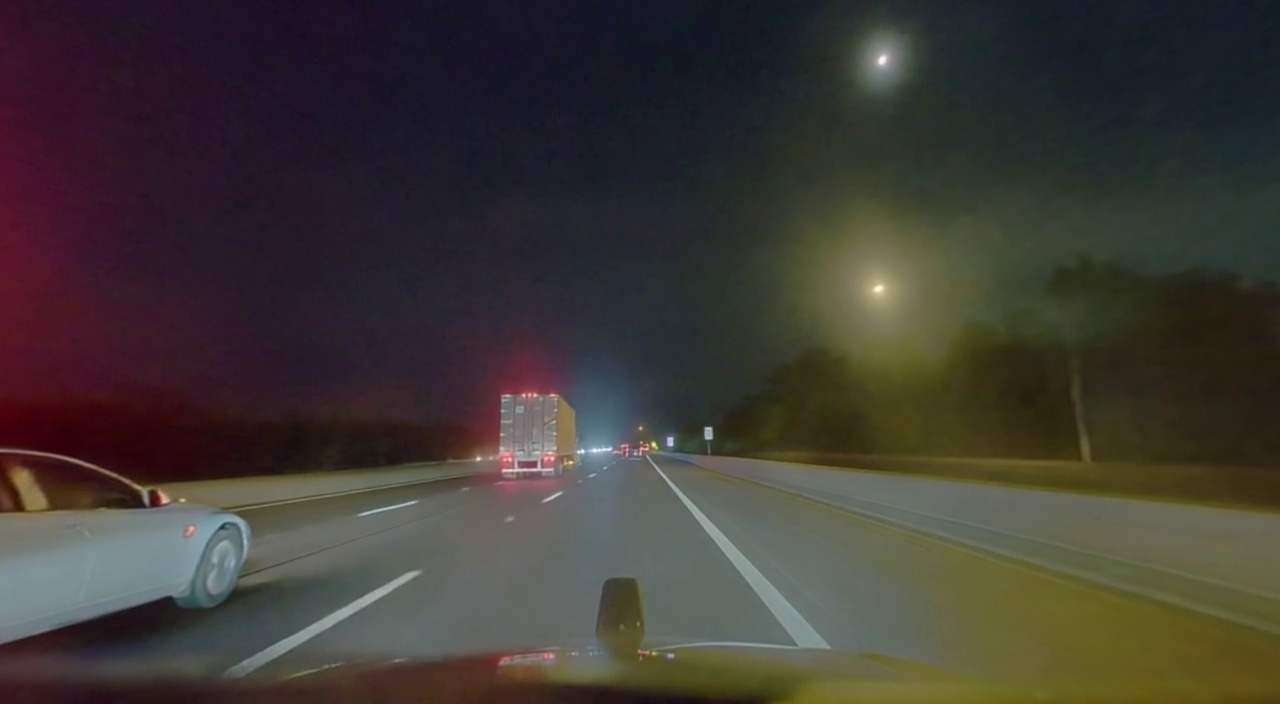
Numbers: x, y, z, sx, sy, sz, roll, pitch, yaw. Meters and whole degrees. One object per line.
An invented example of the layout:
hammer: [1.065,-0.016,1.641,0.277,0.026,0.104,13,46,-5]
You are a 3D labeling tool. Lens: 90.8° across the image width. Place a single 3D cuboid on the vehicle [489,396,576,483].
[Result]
vehicle: [-4.665,4.050,29.001,2.707,3.461,7.191,0,-9,0]
